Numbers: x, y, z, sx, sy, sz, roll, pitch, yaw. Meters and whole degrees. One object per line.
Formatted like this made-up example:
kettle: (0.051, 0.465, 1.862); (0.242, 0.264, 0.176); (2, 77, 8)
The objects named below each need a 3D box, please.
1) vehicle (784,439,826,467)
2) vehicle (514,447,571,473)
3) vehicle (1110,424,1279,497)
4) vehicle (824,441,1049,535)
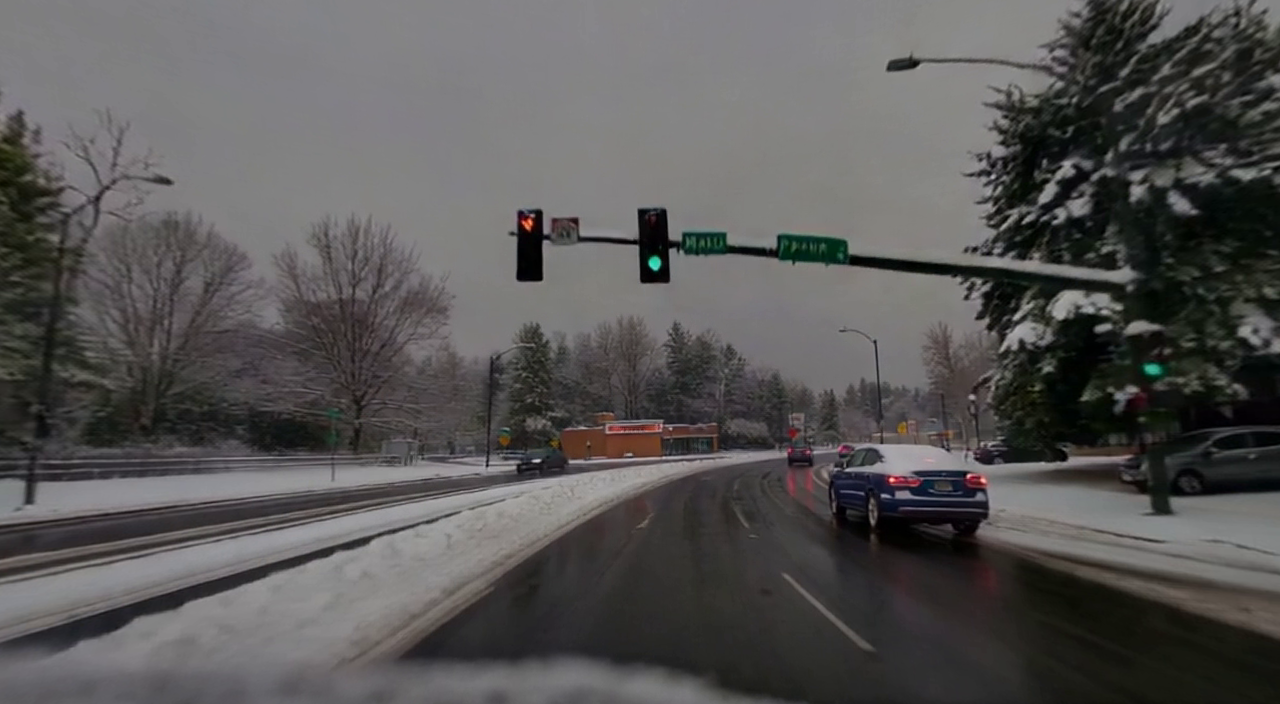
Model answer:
vehicle: (10.857, 6.596, 41.336); (2.311, 1.715, 4.287); (-3, -9, 18)
vehicle: (-6.164, 6.885, 40.440); (2.022, 1.498, 4.400); (-2, -9, 15)
vehicle: (16.047, 2.919, 17.126); (4.557, 1.825, 2.350); (-2, -9, 12)
vehicle: (5.401, 2.492, 12.310); (1.938, 1.466, 4.434); (1, -8, -5)
